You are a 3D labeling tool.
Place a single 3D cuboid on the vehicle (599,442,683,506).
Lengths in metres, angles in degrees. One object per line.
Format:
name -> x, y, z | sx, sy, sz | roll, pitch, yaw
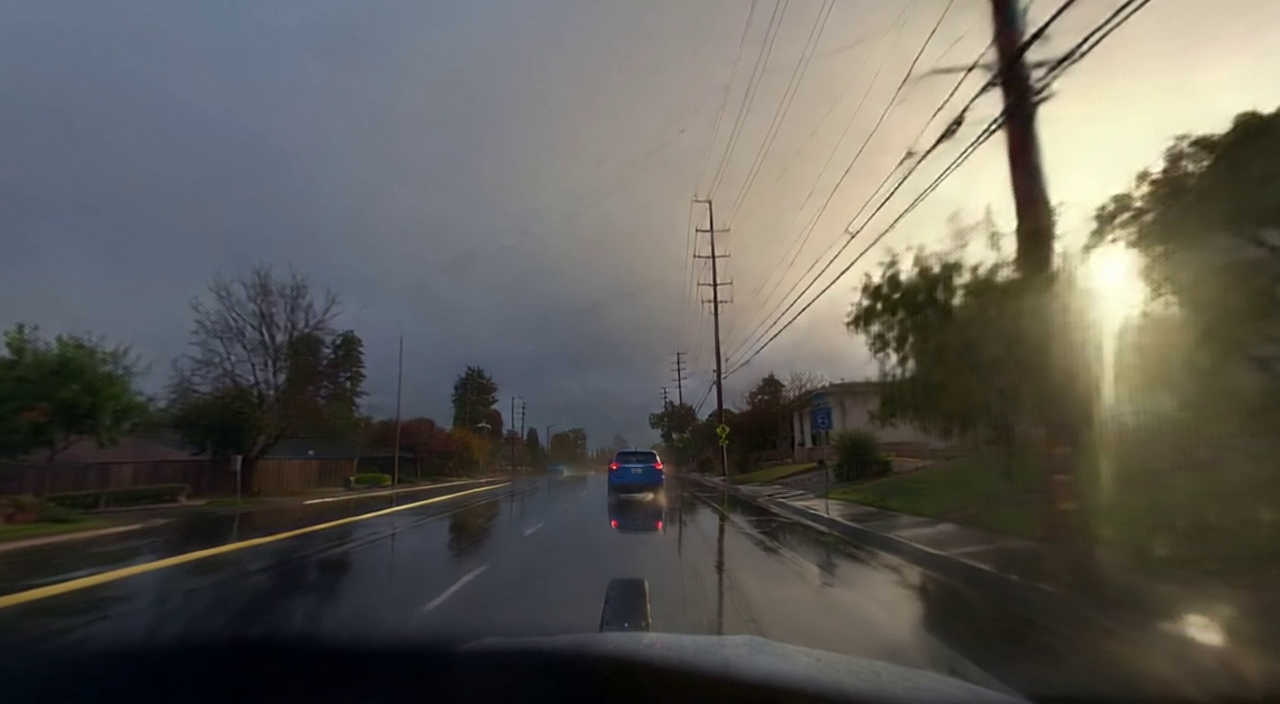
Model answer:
vehicle -> 0.011, 3.499, 18.611 | 2.200, 1.653, 4.127 | 0, -8, 0
